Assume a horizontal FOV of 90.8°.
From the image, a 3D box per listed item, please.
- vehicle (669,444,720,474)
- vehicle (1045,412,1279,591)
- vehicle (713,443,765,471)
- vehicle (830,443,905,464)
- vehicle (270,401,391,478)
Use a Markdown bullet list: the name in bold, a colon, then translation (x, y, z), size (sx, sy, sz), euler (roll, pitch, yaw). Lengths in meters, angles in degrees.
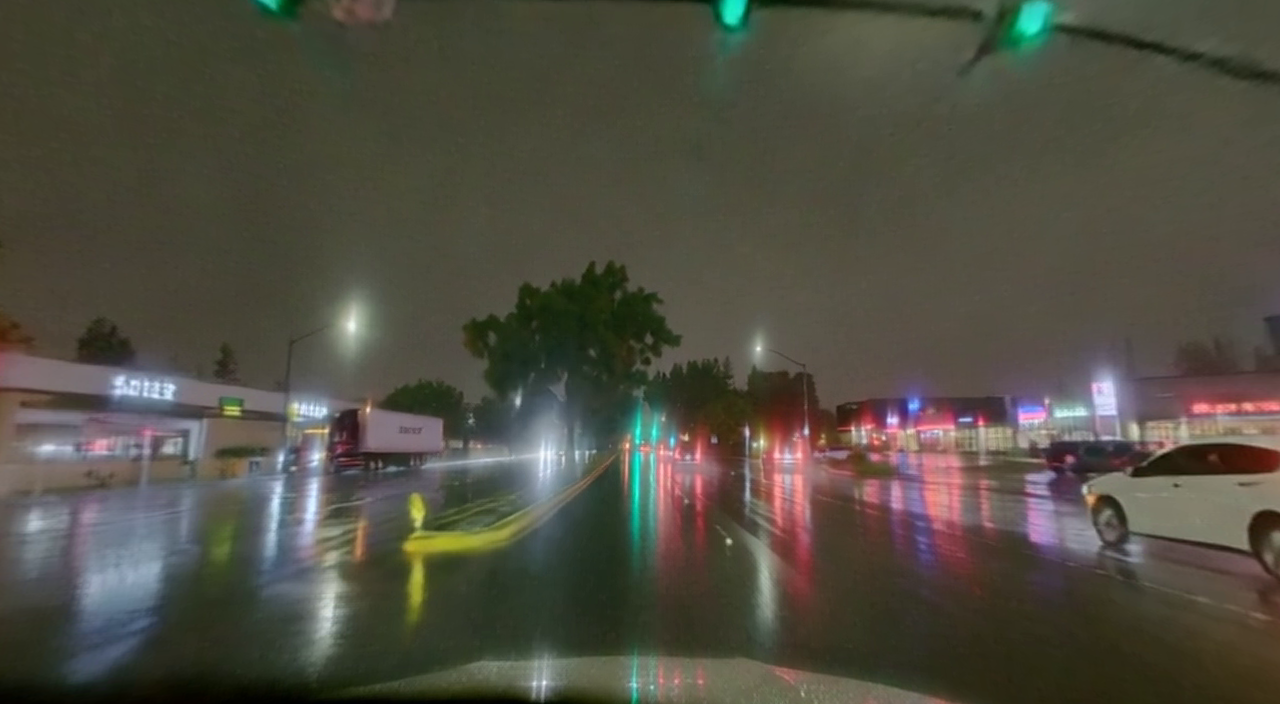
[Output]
- **vehicle**: translation (2.752, 5.527, 32.933), size (2.099, 1.463, 4.365), euler (0, -8, -2)
- **vehicle**: translation (6.959, 1.538, 6.870), size (2.002, 1.651, 4.647), euler (0, -8, 0)
- **vehicle**: translation (5.836, 6.229, 37.723), size (2.150, 1.485, 4.919), euler (0, -9, -2)
- **vehicle**: translation (16.599, 7.414, 46.246), size (4.679, 1.448, 2.178), euler (0, -9, -4)
- **vehicle**: translation (-19.148, 5.597, 40.054), size (3.008, 4.297, 9.041), euler (0, -9, 0)
